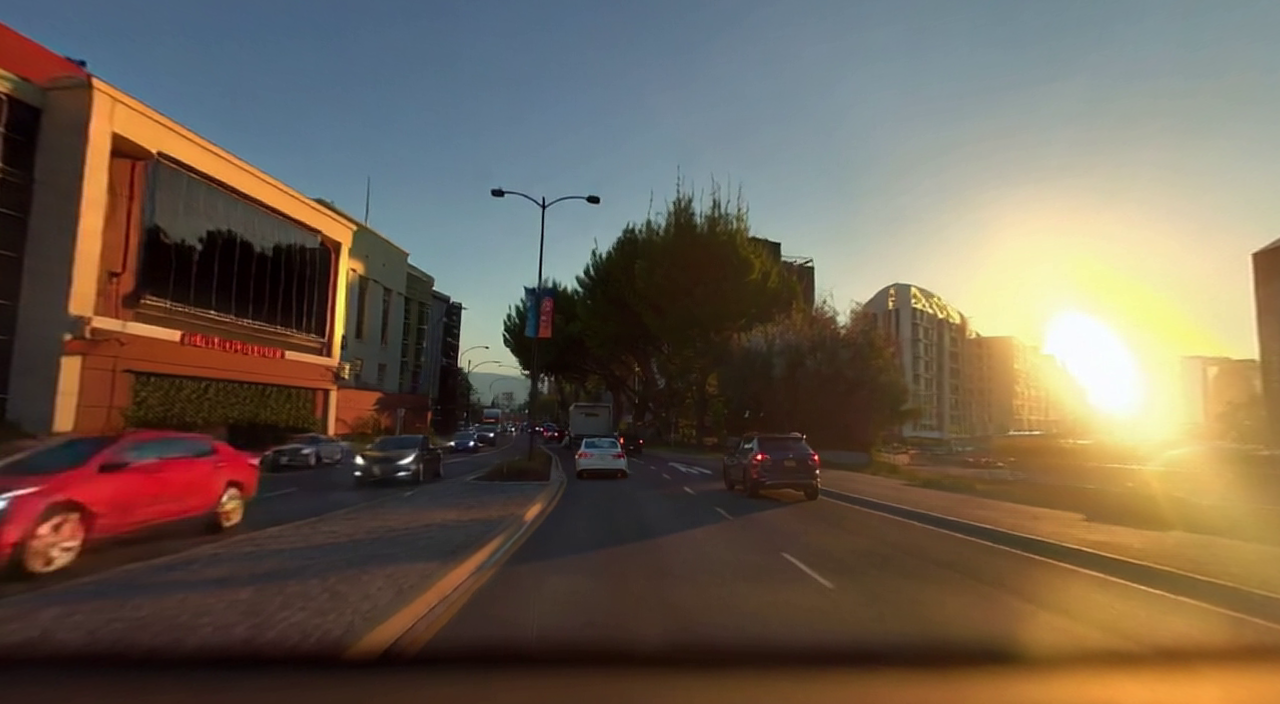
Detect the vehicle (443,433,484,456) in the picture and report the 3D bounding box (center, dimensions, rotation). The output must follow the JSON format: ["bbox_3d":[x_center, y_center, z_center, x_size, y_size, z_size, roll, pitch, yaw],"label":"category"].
[{"bbox_3d":[-12.308,6.463,44.131,1.993,1.482,4.420,1,-8,-5],"label":"vehicle"}]

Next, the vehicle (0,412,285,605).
[{"bbox_3d":[-6.187,1.527,7.098,2.007,1.532,4.266,0,-8,-2],"label":"vehicle"}]

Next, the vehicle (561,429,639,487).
[{"bbox_3d":[-1.179,2.972,17.964,1.991,1.472,3.518,1,-8,-6],"label":"vehicle"}]

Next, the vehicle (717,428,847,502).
[{"bbox_3d":[3.147,2.584,14.875,1.889,1.480,3.876,1,-8,-5],"label":"vehicle"}]

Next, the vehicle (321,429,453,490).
[{"bbox_3d":[-6.938,2.974,17.927,1.984,1.486,4.708,1,-8,-3],"label":"vehicle"}]
